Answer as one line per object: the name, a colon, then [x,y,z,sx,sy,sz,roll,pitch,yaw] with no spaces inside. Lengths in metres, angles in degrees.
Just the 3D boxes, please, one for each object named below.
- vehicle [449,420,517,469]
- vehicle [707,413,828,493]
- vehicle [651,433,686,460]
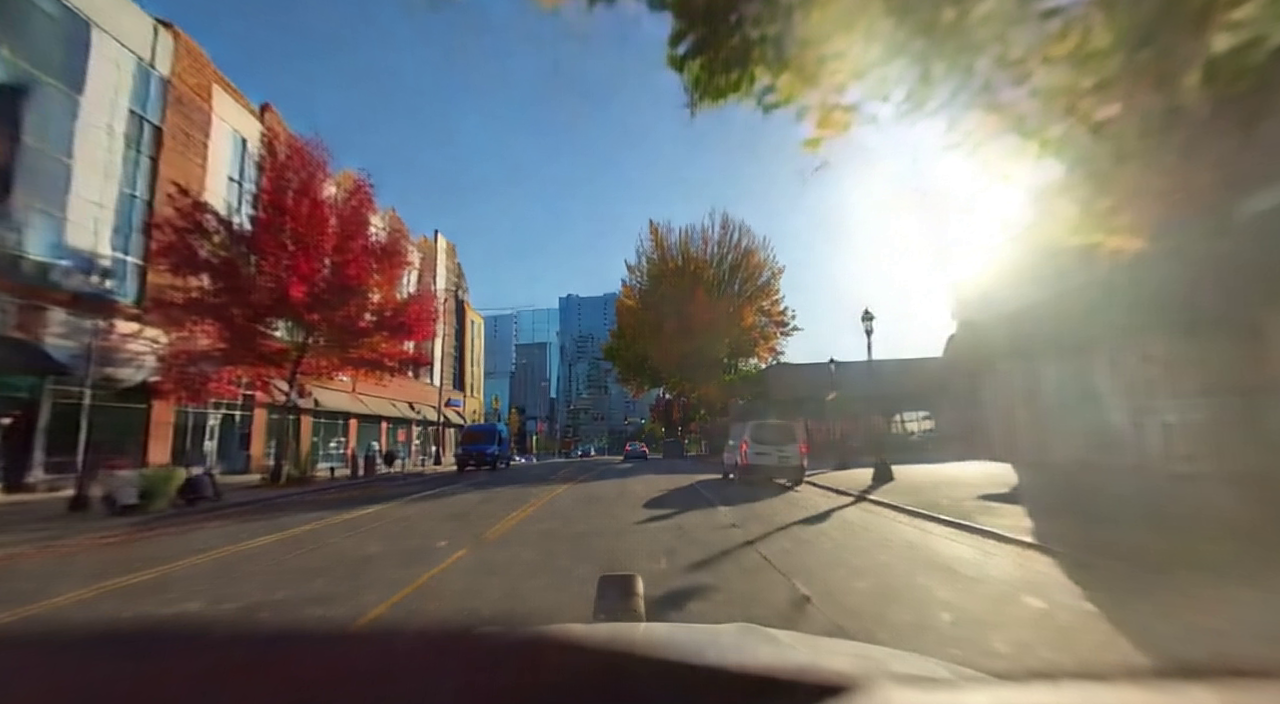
vehicle: [-8.877,5.264,36.213,2.348,2.588,5.860,0,-7,1]
vehicle: [3.478,2.870,18.410,2.357,1.986,5.136,1,-7,-2]
vehicle: [2.300,7.323,49.141,2.147,1.968,4.478,-1,-7,10]
